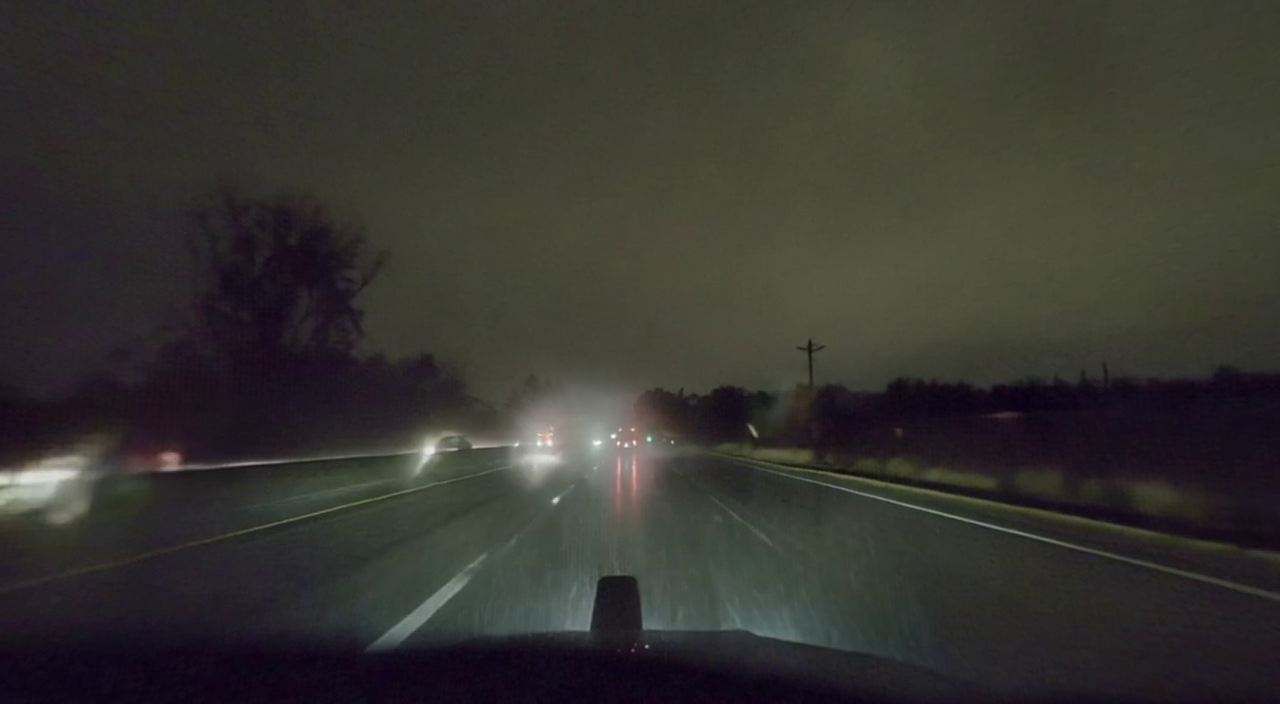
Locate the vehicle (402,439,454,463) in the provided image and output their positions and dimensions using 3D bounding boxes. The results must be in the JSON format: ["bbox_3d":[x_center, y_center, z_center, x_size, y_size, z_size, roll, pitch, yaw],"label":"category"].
[{"bbox_3d":[-13.464,6.274,40.278,1.859,1.466,4.539,0,-8,-2],"label":"vehicle"}]
